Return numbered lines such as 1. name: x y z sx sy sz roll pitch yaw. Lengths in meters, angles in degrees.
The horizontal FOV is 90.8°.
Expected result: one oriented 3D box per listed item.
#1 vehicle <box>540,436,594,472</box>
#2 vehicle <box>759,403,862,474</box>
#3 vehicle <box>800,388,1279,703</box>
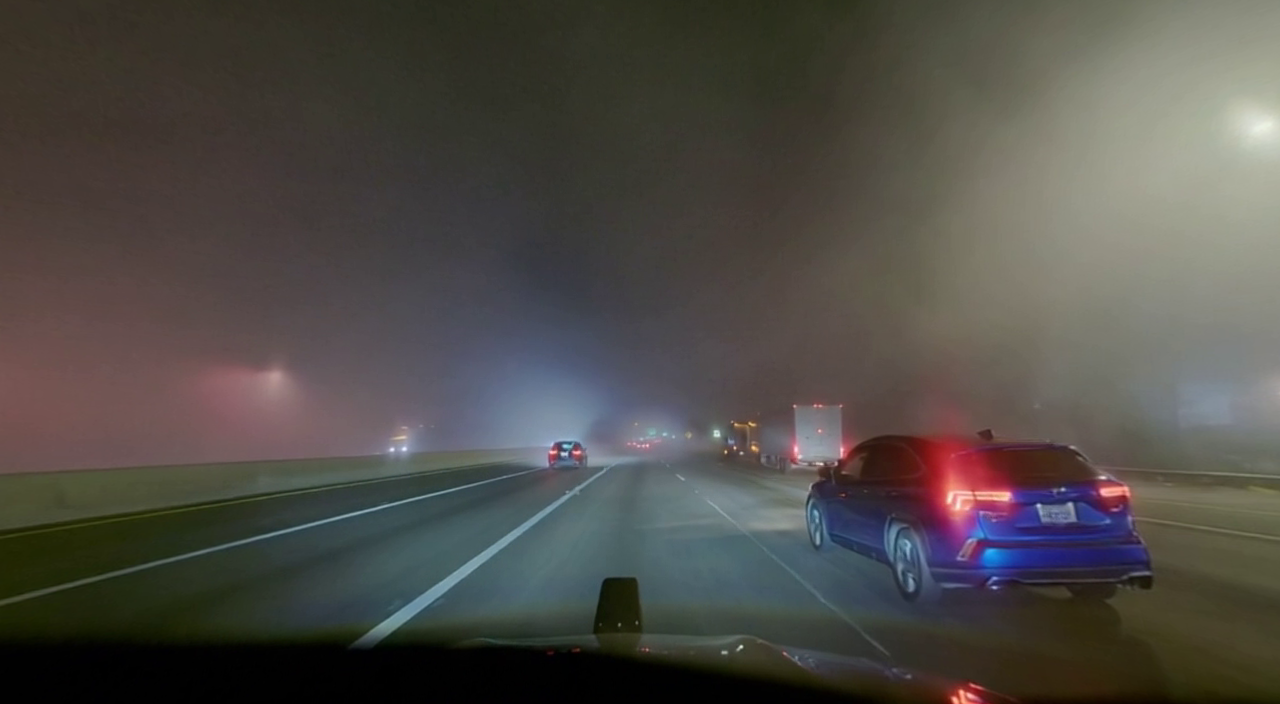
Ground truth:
1. vehicle: -3.794 5.399 33.639 2.193 1.746 4.512 0 -8 1
2. vehicle: 8.451 4.506 32.603 2.798 3.172 8.403 0 -9 -1
3. vehicle: 3.008 1.289 5.069 2.107 1.550 4.949 0 -8 -1
